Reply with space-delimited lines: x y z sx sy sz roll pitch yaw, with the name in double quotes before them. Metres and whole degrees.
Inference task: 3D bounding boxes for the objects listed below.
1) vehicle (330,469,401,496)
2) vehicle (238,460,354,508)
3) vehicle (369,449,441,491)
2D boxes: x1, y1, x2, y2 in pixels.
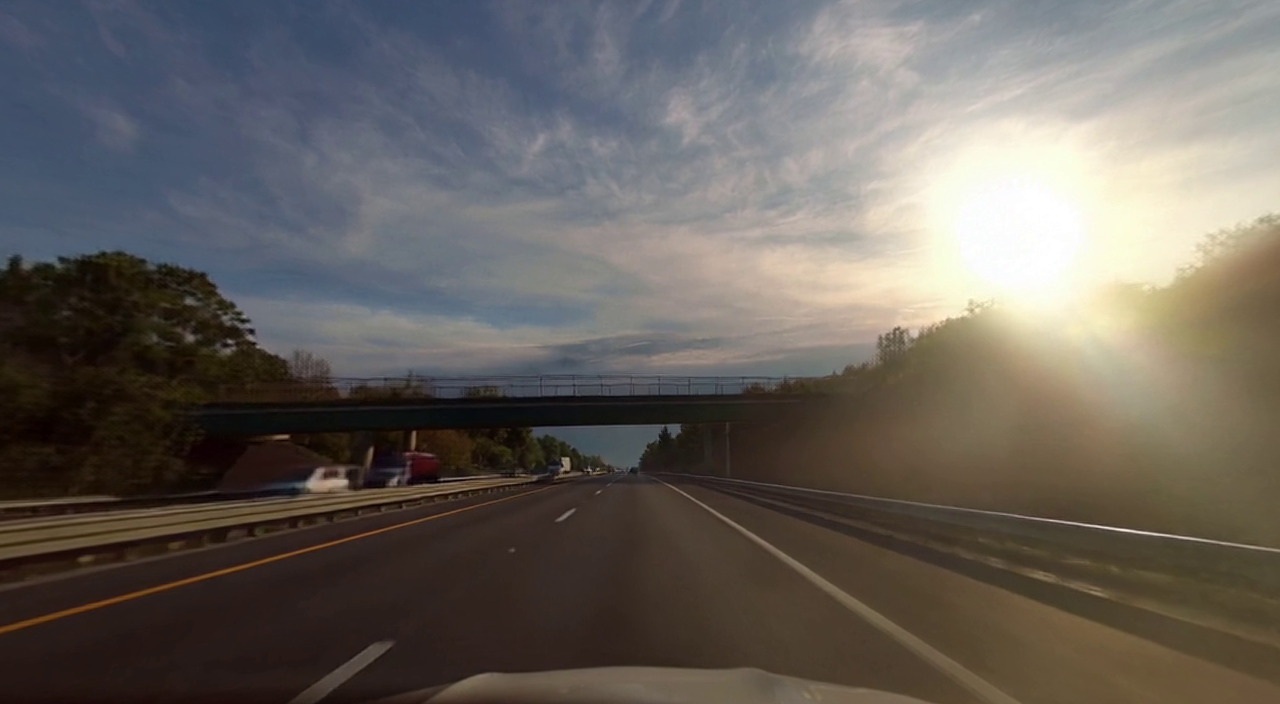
"vehicle" -16.392 7.793 37.921 2.063 1.449 4.723 1 -10 0
"vehicle" -11.578 4.471 21.540 1.784 1.437 3.855 1 -10 0
"vehicle" -16.444 8.343 44.548 2.614 2.682 5.913 0 -10 2
